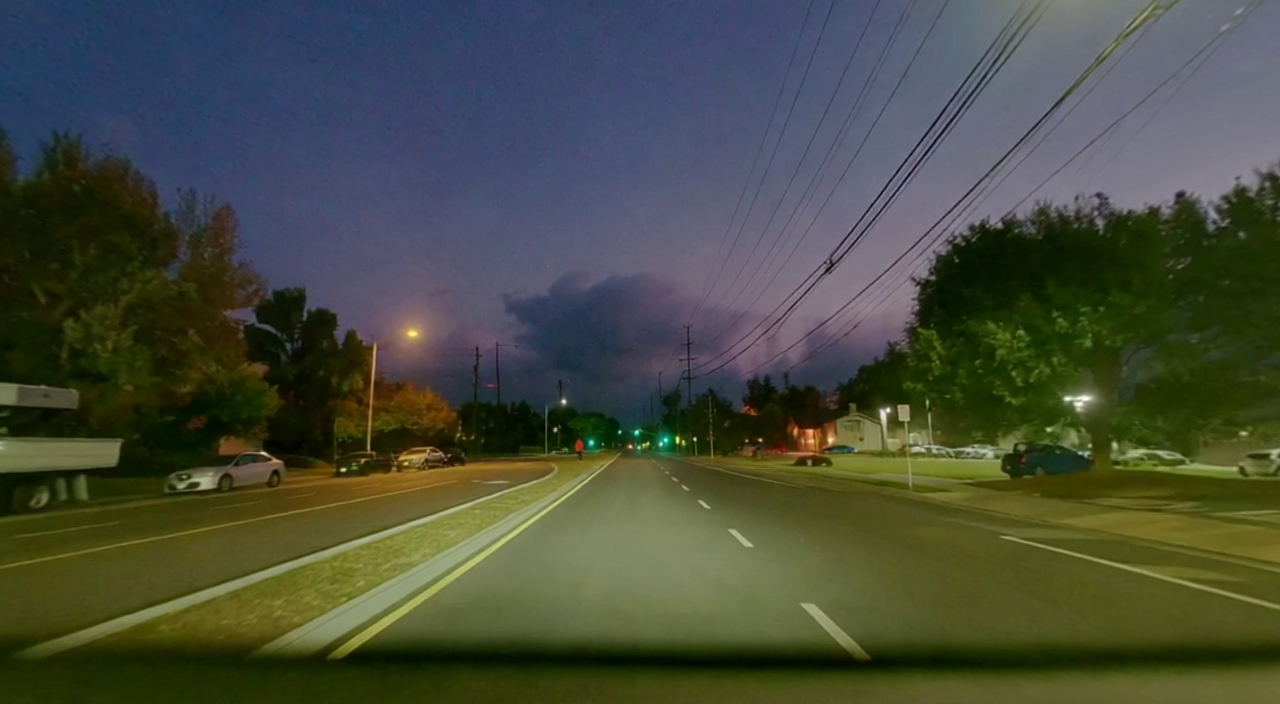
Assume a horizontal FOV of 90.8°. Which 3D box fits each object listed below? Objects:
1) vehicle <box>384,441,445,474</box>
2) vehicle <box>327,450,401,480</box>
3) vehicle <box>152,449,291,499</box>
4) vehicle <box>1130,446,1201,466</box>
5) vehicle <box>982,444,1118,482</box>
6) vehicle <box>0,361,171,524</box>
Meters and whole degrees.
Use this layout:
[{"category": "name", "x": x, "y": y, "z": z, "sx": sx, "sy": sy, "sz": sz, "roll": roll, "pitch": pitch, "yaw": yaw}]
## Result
[{"category": "vehicle", "x": -15.170, "y": 7.108, "z": 42.817, "sx": 2.298, "sy": 1.979, "sz": 4.920, "roll": -3, "pitch": -8, "yaw": 0}, {"category": "vehicle", "x": -15.372, "y": 6.285, "z": 35.452, "sx": 2.058, "sy": 1.479, "sz": 4.519, "roll": -1, "pitch": -8, "yaw": 1}, {"category": "vehicle", "x": -15.451, "y": 4.496, "z": 23.701, "sx": 2.029, "sy": 1.520, "sz": 4.615, "roll": -4, "pitch": -8, "yaw": 1}, {"category": "vehicle", "x": 40.233, "y": 7.940, "z": 48.438, "sx": 1.707, "sy": 1.473, "sz": 3.778, "roll": 2, "pitch": -9, "yaw": -16}, {"category": "vehicle", "x": 17.860, "y": 4.811, "z": 27.657, "sx": 4.567, "sy": 1.535, "sz": 2.156, "roll": 1, "pitch": -9, "yaw": -6}, {"category": "vehicle", "x": -15.325, "y": 2.067, "z": 13.786, "sx": 3.434, "sy": 3.448, "sz": 8.662, "roll": -4, "pitch": -9, "yaw": 1}]
